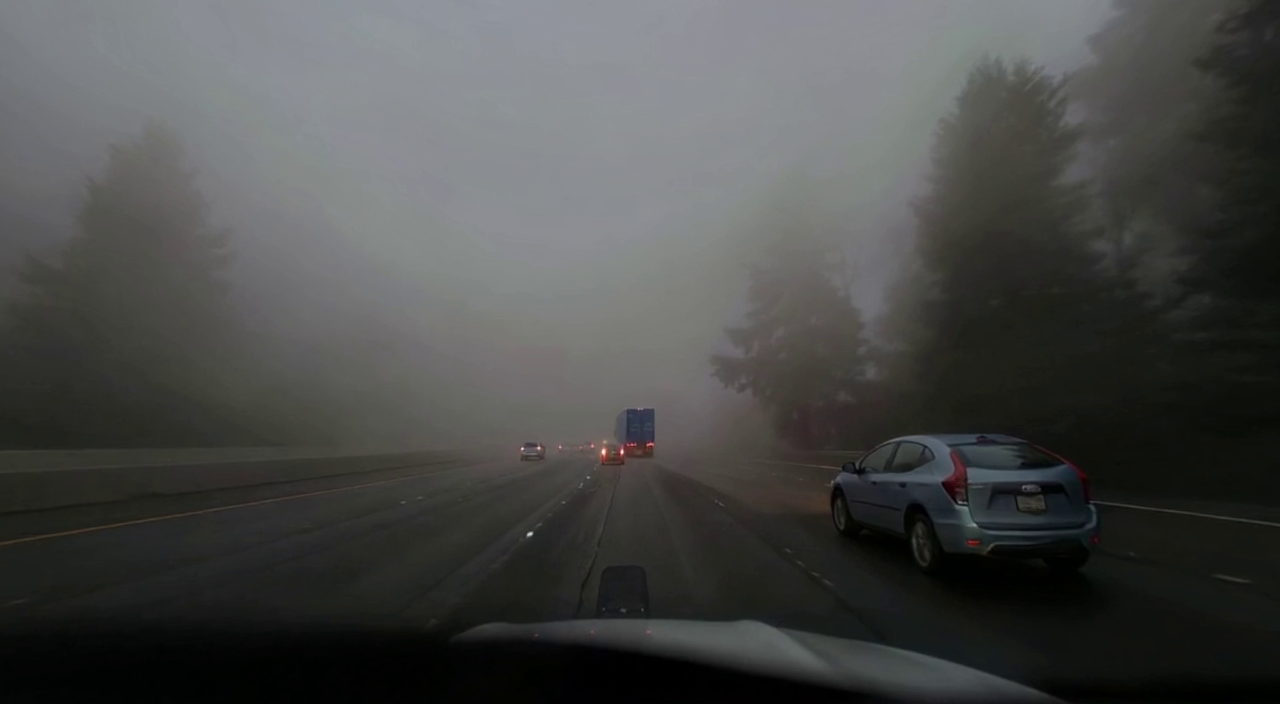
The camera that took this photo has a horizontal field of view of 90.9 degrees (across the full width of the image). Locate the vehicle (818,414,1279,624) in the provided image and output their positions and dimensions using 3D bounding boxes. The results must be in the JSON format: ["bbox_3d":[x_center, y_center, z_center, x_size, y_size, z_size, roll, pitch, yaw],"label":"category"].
[{"bbox_3d":[3.559,1.511,6.713,1.971,1.472,4.301,0,-8,-1],"label":"vehicle"}]

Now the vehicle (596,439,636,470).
[{"bbox_3d":[-1.284,5.429,33.476,2.020,1.516,3.951,0,-9,-3],"label":"vehicle"}]

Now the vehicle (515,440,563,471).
[{"bbox_3d":[-5.251,5.436,33.369,2.072,1.512,4.043,0,-8,-3],"label":"vehicle"}]
